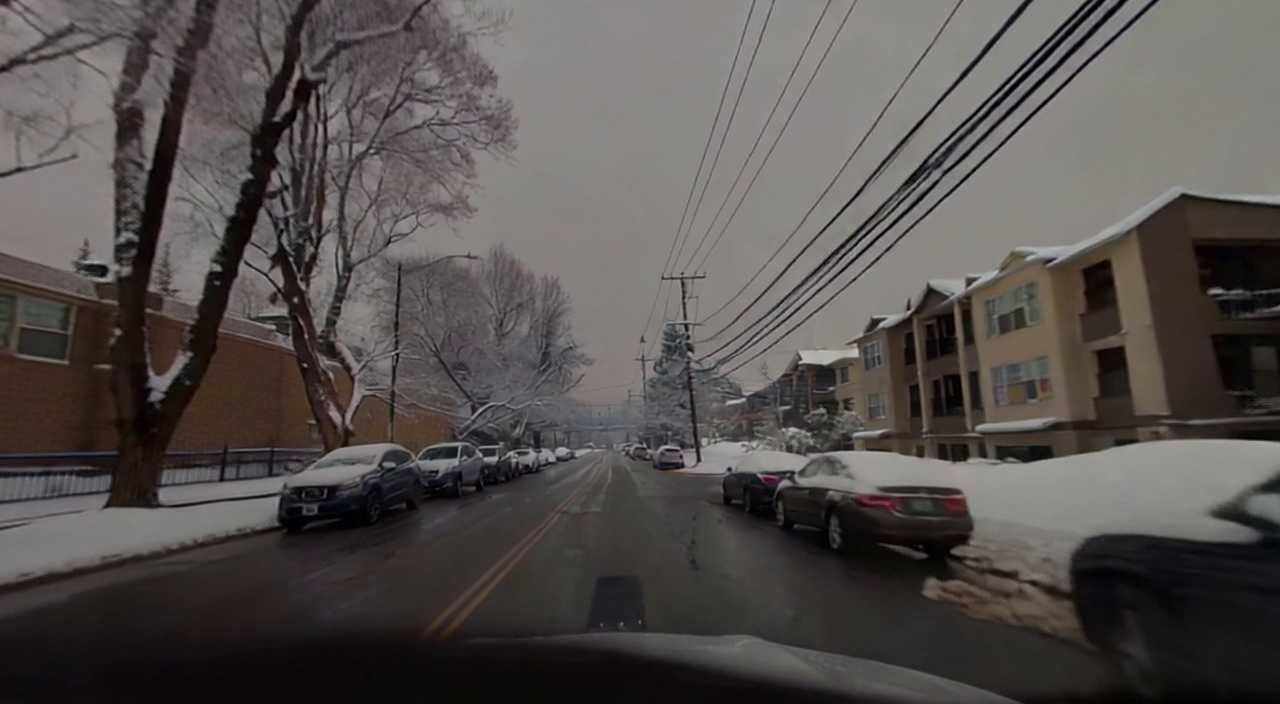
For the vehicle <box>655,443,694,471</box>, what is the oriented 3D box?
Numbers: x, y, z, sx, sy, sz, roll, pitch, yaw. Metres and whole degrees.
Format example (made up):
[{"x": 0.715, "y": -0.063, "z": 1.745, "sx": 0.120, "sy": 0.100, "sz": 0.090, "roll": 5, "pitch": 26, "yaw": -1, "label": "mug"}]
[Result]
[{"x": 2.273, "y": 7.082, "z": 42.532, "sx": 2.328, "sy": 1.730, "sz": 4.225, "roll": 1, "pitch": -9, "yaw": -2, "label": "vehicle"}]

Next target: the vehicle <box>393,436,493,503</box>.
[{"x": -7.081, "y": 4.186, "z": 23.241, "sx": 2.120, "sy": 1.989, "sz": 5.616, "roll": -3, "pitch": -7, "yaw": -3, "label": "vehicle"}]

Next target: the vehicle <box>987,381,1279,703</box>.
[{"x": 3.701, "y": 0.854, "z": 1.896, "sx": 2.272, "sy": 1.626, "sz": 5.170, "roll": 0, "pitch": -8, "yaw": -1, "label": "vehicle"}]

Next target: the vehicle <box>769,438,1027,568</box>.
[{"x": 3.510, "y": 2.112, "z": 9.717, "sx": 1.868, "sy": 1.494, "sz": 4.652, "roll": 1, "pitch": -8, "yaw": -2, "label": "vehicle"}]

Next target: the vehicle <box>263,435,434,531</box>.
[{"x": -6.801, "y": 3.018, "z": 15.388, "sx": 2.056, "sy": 1.876, "sz": 4.824, "roll": -2, "pitch": -7, "yaw": -2, "label": "vehicle"}]
